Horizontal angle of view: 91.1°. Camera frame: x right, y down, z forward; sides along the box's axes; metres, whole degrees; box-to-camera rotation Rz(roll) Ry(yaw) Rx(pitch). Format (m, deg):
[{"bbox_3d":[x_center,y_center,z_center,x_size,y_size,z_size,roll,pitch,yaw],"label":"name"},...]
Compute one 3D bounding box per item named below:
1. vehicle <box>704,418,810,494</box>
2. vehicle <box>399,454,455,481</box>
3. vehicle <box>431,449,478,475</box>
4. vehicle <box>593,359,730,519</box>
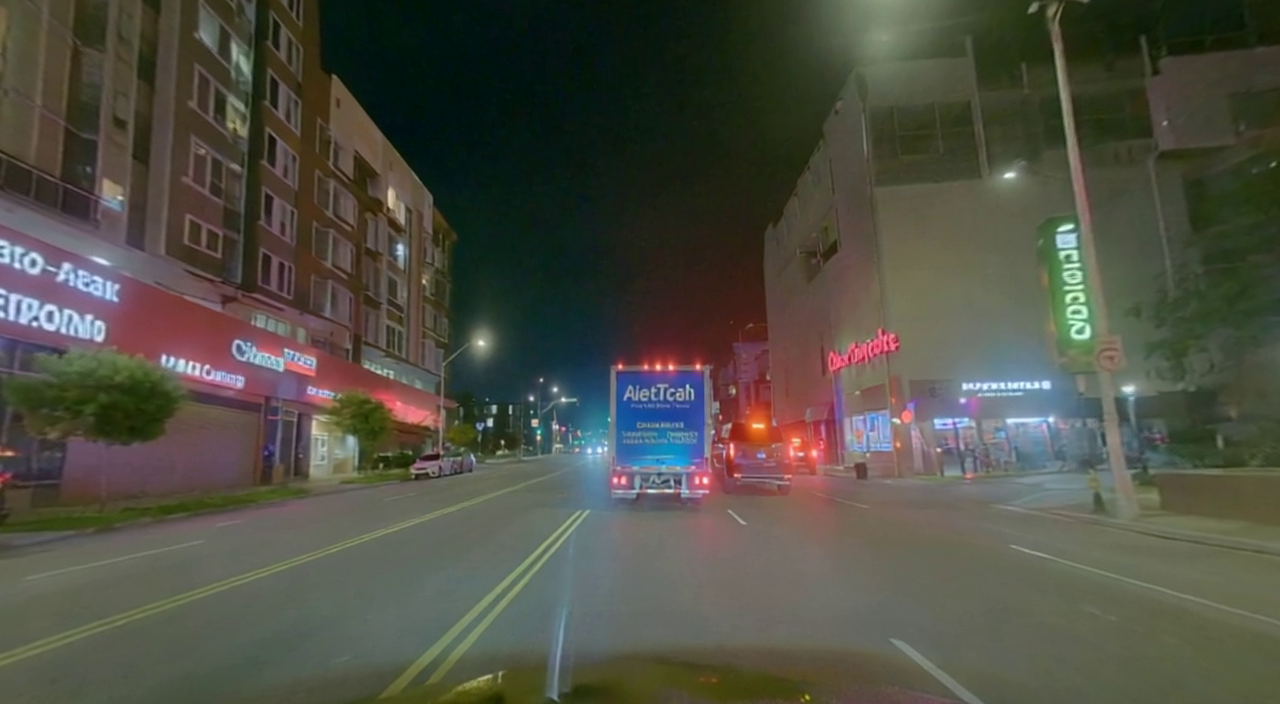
[{"bbox_3d":[3.460,3.234,19.840,2.346,2.062,5.236,0,-8,0],"label":"vehicle"},{"bbox_3d":[-13.165,7.167,39.138,1.901,1.508,4.405,0,-8,0],"label":"vehicle"},{"bbox_3d":[-13.003,7.742,44.352,1.943,1.682,4.365,0,-8,0],"label":"vehicle"},{"bbox_3d":[0.294,2.046,14.725,2.517,2.926,6.177,0,-9,-2],"label":"vehicle"}]
